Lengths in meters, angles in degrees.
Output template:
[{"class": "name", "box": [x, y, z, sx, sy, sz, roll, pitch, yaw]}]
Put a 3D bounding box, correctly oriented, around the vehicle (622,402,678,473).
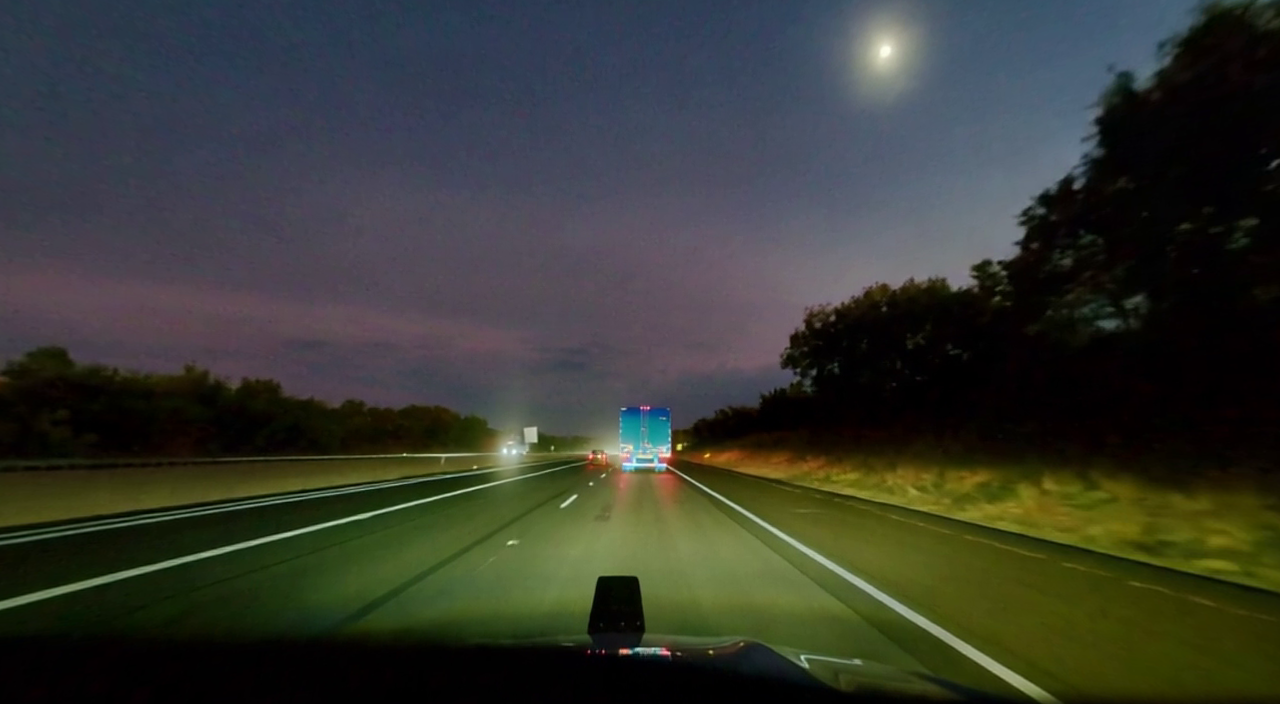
[{"class": "vehicle", "box": [0.410, 5.694, 41.149, 3.055, 4.009, 10.972, 0, -9, -2]}]
